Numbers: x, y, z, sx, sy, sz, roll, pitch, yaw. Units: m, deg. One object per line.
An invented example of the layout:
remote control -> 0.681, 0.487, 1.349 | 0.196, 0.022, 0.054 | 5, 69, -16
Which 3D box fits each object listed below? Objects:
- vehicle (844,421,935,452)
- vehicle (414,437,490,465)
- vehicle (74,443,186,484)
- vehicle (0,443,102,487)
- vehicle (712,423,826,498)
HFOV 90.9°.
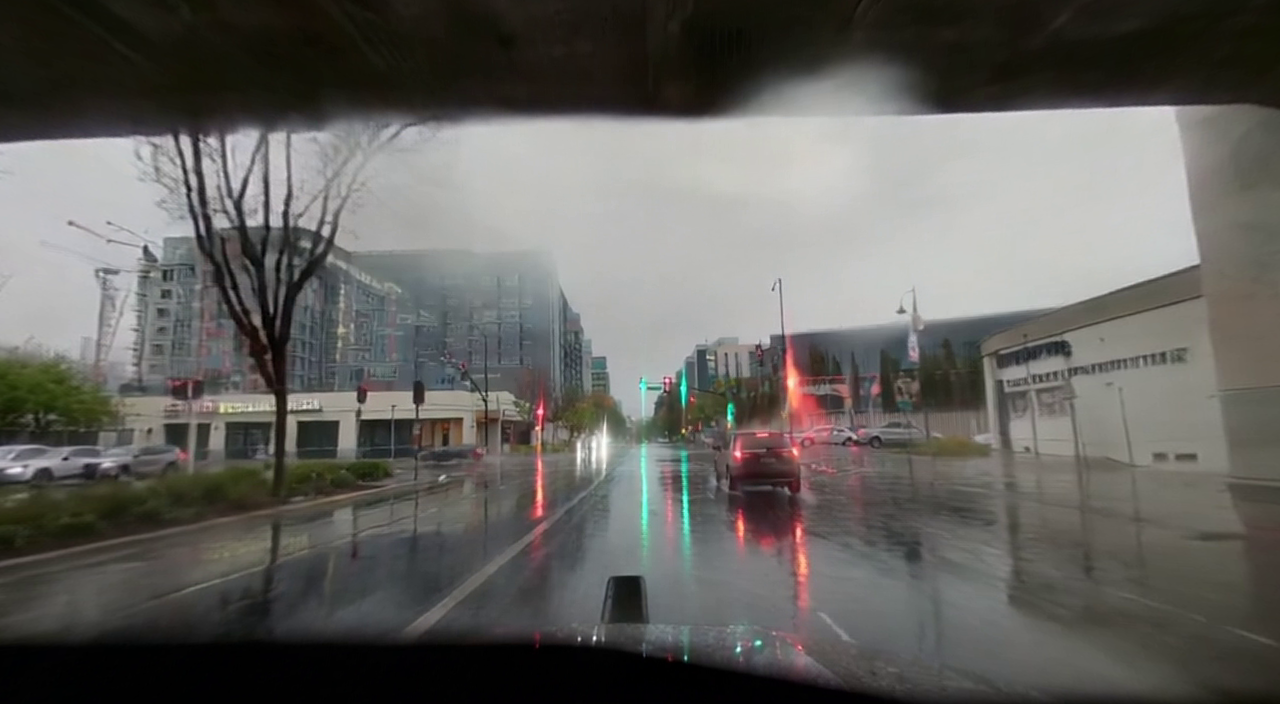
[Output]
vehicle -> 14.912, 5.094, 37.852 | 4.611, 1.778, 1.939 | 0, -8, 0
vehicle -> -11.403, 5.986, 38.293 | 4.037, 1.562, 2.099 | -4, -9, 26
vehicle -> -23.039, 4.998, 28.705 | 1.757, 1.699, 3.854 | 0, -8, 1
vehicle -> -27.443, 5.083, 28.755 | 1.807, 1.795, 4.566 | 0, -8, 0
vehicle -> 2.956, 2.569, 15.360 | 1.947, 1.576, 3.825 | 0, -8, 0
